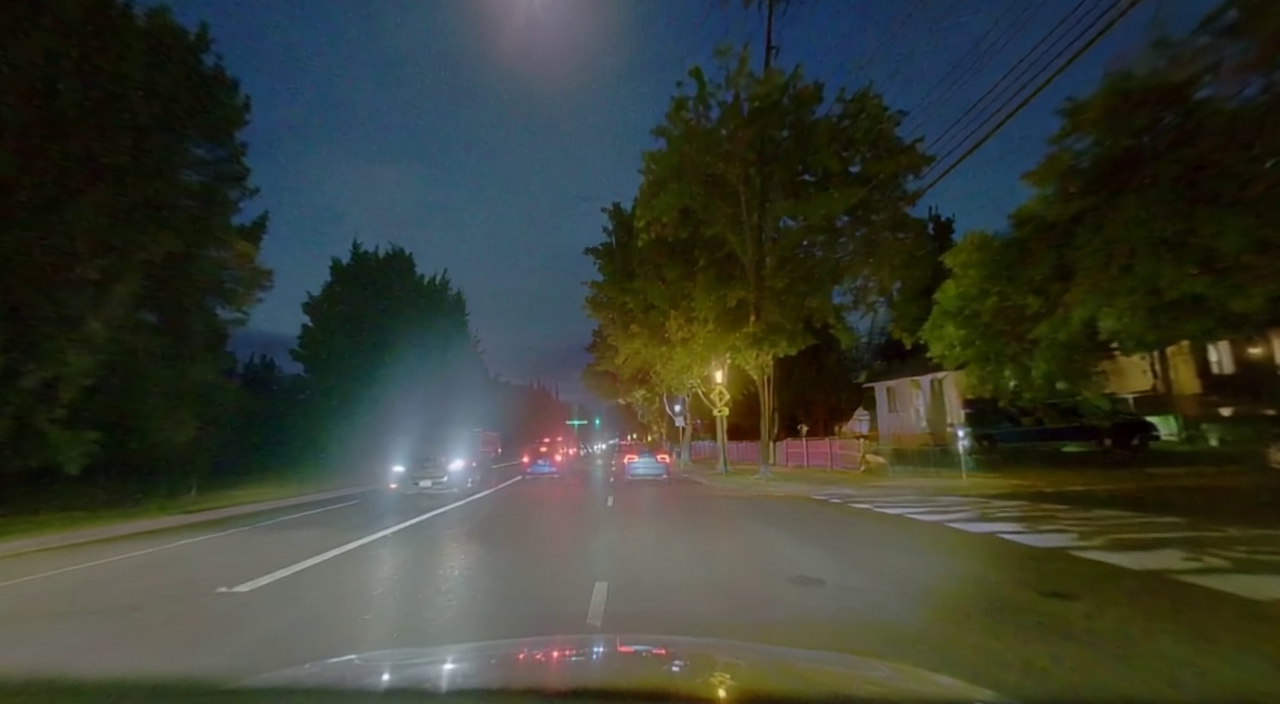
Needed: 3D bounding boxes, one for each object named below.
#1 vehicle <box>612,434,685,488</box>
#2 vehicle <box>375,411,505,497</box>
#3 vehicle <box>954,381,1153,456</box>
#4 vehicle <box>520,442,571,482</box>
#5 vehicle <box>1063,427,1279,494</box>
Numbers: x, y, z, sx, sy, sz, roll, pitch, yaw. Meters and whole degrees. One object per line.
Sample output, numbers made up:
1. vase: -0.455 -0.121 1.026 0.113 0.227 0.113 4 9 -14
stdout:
1. vehicle: 0.176 3.873 22.796 2.258 1.682 4.635 0 -8 -4
2. vehicle: -7.243 3.838 24.191 2.920 2.707 7.670 0 -8 -4
3. vehicle: 16.018 2.735 24.824 6.115 2.590 2.371 -7 -10 35
4. vehicle: -3.927 4.632 27.008 1.919 1.501 4.509 0 -8 -5
5. vehicle: 13.034 2.567 15.157 4.462 1.427 1.886 0 -8 -5
